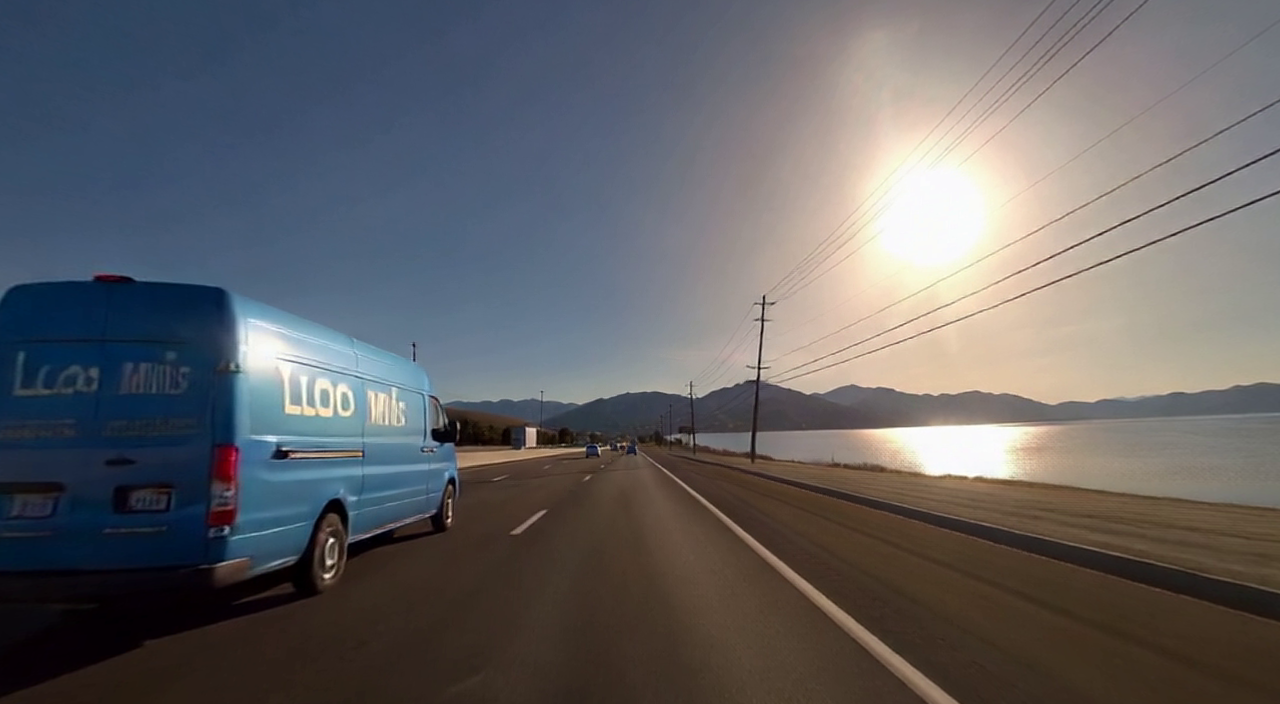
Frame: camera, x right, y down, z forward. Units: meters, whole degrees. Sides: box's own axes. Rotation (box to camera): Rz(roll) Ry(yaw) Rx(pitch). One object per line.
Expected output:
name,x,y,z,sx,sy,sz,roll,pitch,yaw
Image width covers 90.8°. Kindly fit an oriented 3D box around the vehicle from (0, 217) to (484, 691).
vehicle,-3.729,1.004,6.978,2.331,2.757,6.581,0,-8,0
